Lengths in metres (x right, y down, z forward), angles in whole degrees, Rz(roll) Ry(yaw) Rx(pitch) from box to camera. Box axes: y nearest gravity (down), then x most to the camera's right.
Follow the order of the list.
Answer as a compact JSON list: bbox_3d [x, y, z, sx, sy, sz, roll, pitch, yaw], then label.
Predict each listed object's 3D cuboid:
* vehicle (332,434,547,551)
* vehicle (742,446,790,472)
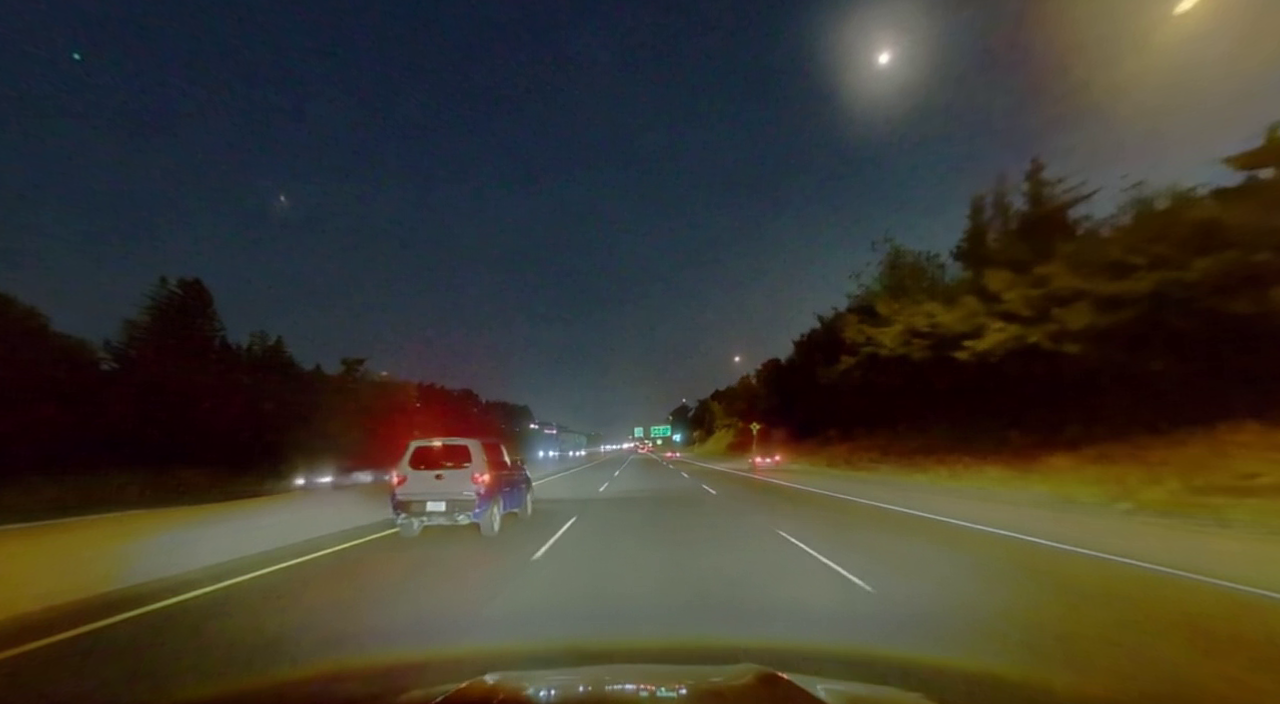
[{"bbox_3d":[-3.029,2.234,10.725,2.191,1.563,4.318,0,-9,1],"label":"vehicle"},{"bbox_3d":[7.718,6.575,38.970,1.943,1.493,4.507,0,-9,-1],"label":"vehicle"}]
